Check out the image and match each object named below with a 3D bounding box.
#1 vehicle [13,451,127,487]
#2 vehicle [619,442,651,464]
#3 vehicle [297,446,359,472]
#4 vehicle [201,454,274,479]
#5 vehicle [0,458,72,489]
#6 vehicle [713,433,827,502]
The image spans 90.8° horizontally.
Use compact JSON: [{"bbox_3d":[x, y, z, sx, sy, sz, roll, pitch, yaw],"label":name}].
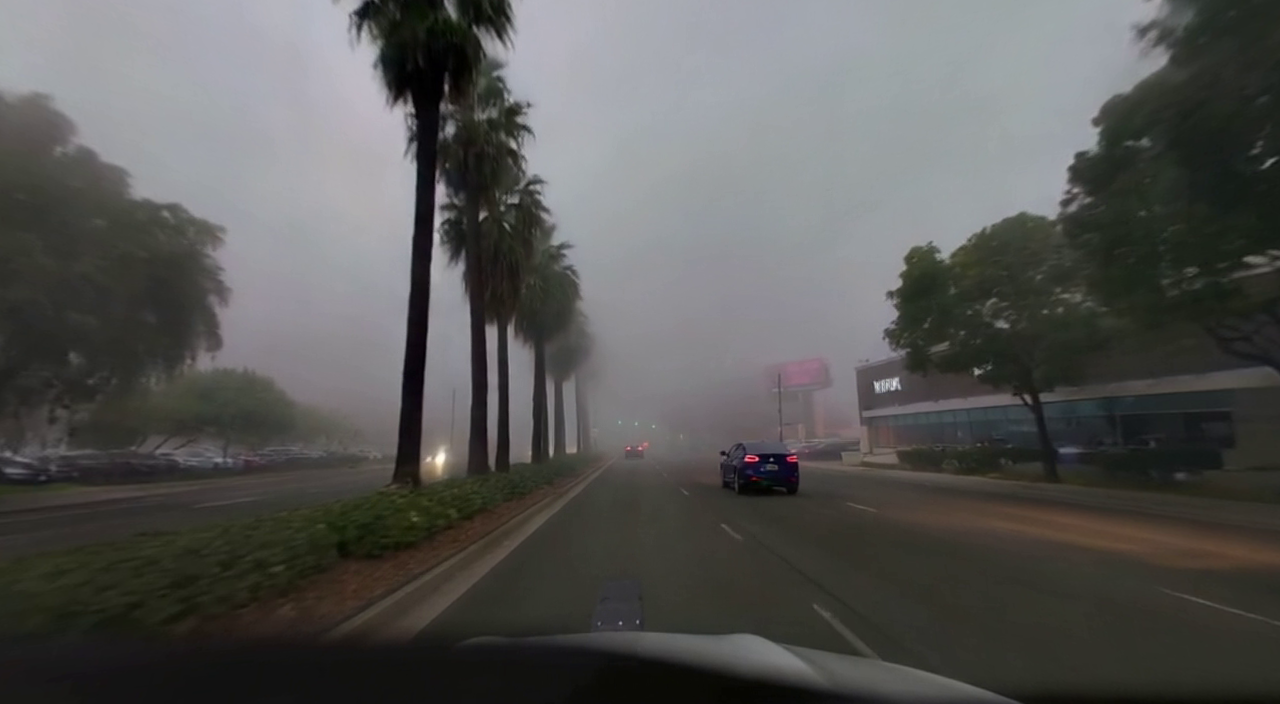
[{"bbox_3d":[-32.692,6.662,36.423,4.634,1.870,2.177,7,-11,-39],"label":"vehicle"},{"bbox_3d":[-0.440,7.407,46.420,2.258,1.468,4.076,0,-8,-2],"label":"vehicle"},{"bbox_3d":[-24.326,8.338,49.570,2.112,1.821,5.960,-2,-8,-2],"label":"vehicle"},{"bbox_3d":[-27.581,7.838,43.517,1.816,1.498,4.698,-1,-8,2],"label":"vehicle"},{"bbox_3d":[-32.583,6.265,32.567,1.895,1.500,4.615,-8,-12,44],"label":"vehicle"},{"bbox_3d":[3.176,2.916,16.404,1.889,1.541,4.303,0,-8,-2],"label":"vehicle"}]
